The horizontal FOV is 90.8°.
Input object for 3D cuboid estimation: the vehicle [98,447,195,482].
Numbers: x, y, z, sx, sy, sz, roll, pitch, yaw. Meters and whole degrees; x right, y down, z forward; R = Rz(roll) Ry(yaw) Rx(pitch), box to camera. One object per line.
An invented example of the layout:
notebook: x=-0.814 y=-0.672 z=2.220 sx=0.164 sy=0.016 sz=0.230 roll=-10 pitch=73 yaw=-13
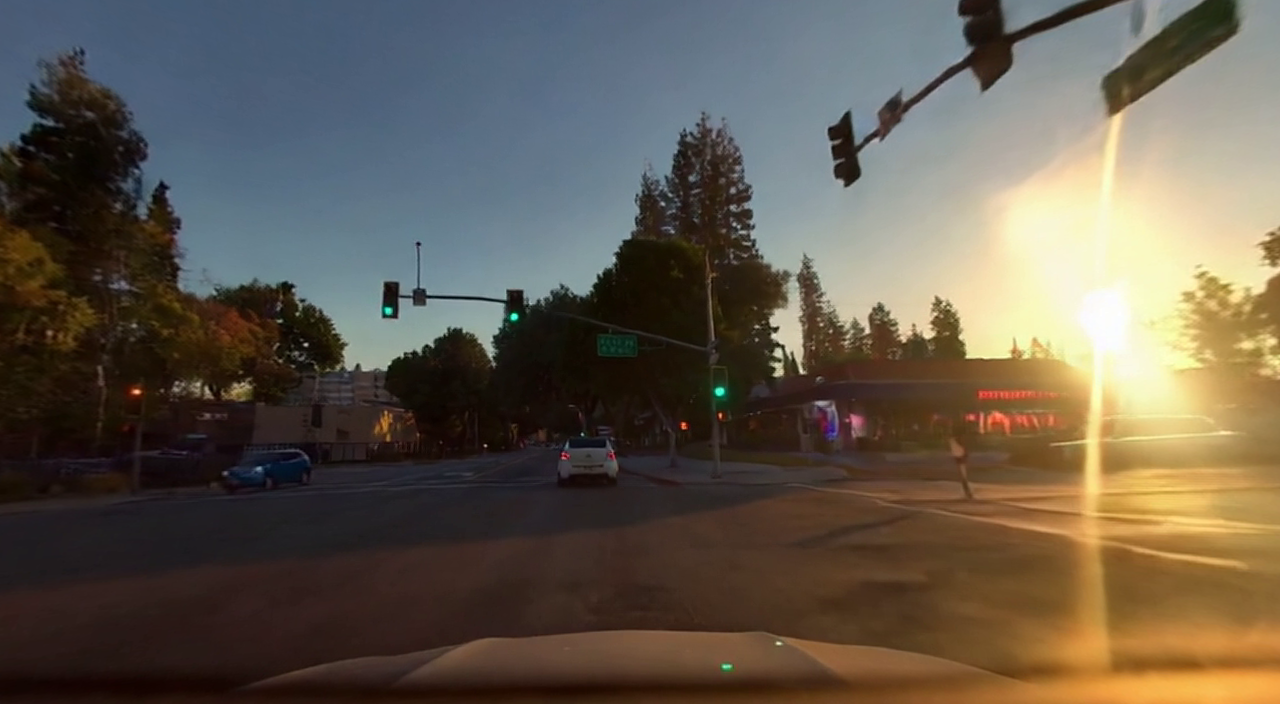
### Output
vehicle: x=-26.625 y=6.041 z=34.278 sx=2.142 sy=1.671 sz=4.083 roll=0 pitch=-8 yaw=-4

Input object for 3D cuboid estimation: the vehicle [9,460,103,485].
vehicle: x=-36.728 y=7.574 z=39.826 sx=3.894 sy=1.446 sz=1.760 roll=1 pitch=-8 yaw=-8

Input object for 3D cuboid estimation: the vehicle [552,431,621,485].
vehicle: x=-1.907 y=3.751 z=22.586 sx=2.227 sy=1.733 sz=3.930 roll=1 pitch=-8 yaw=-5

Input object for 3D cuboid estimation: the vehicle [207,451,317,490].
vehicle: x=-16.580 y=5.187 z=28.034 sx=1.873 sy=1.483 sz=4.657 roll=0 pitch=-8 yaw=2
